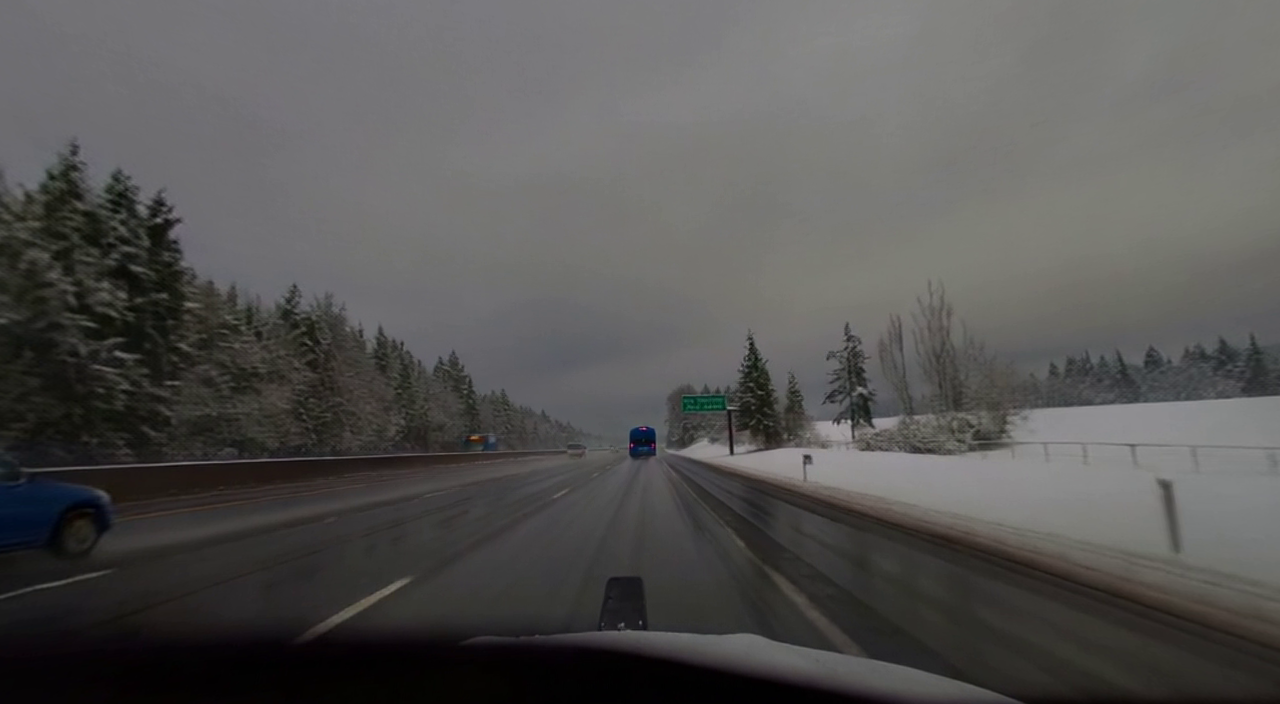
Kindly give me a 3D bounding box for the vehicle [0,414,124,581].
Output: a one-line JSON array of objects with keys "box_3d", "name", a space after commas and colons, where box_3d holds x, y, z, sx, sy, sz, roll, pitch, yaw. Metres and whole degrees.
[{"box_3d": [-7.547, 1.350, 5.503, 2.080, 1.674, 4.660, 0, -8, 1], "name": "vehicle"}]
